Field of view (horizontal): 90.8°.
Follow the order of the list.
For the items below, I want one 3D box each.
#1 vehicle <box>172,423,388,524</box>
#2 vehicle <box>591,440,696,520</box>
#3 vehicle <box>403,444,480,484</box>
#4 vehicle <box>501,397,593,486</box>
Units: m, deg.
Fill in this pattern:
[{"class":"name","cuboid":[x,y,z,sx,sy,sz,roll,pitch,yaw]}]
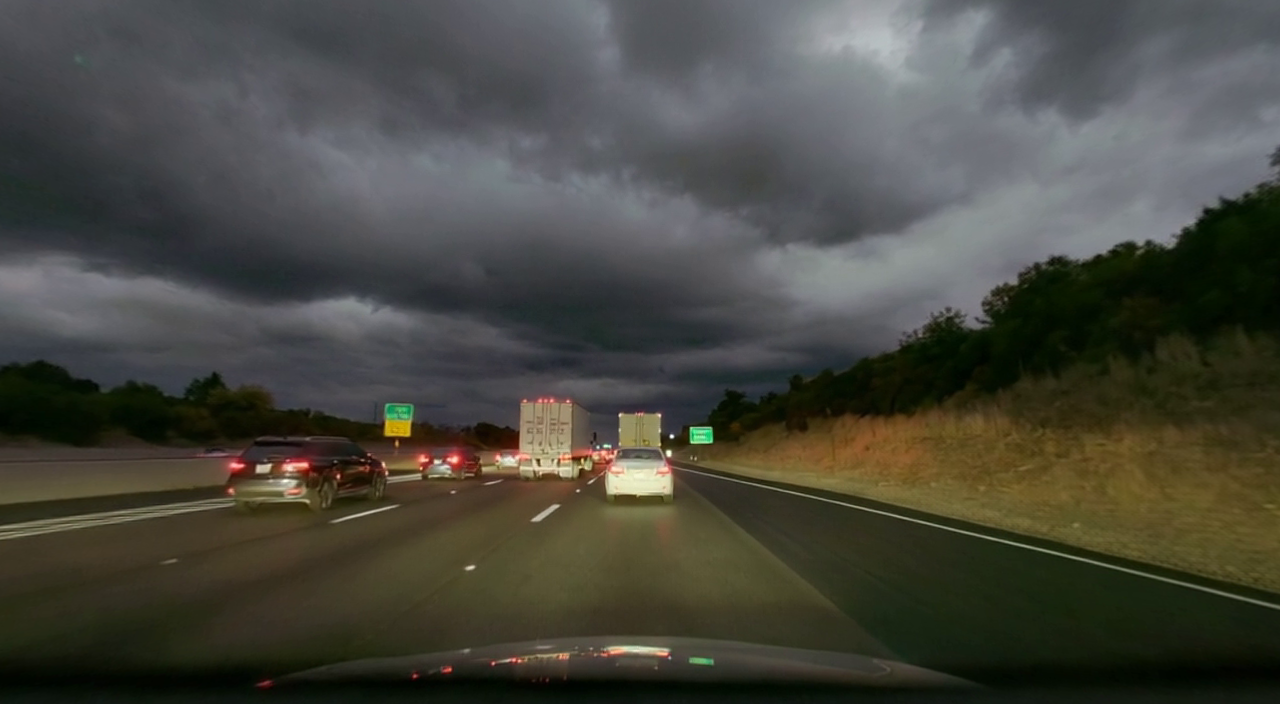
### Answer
[{"class":"vehicle","cuboid":[-7.220,2.481,13.329,1.952,1.746,4.332,0,-9,1]},{"class":"vehicle","cuboid":[0.044,2.707,13.792,1.995,1.495,3.380,0,-9,-1]},{"class":"vehicle","cuboid":[-8.036,4.559,25.931,1.880,1.512,3.758,-1,-9,1]},{"class":"vehicle","cuboid":[-3.793,3.930,27.594,2.812,3.342,7.248,0,-9,1]}]
